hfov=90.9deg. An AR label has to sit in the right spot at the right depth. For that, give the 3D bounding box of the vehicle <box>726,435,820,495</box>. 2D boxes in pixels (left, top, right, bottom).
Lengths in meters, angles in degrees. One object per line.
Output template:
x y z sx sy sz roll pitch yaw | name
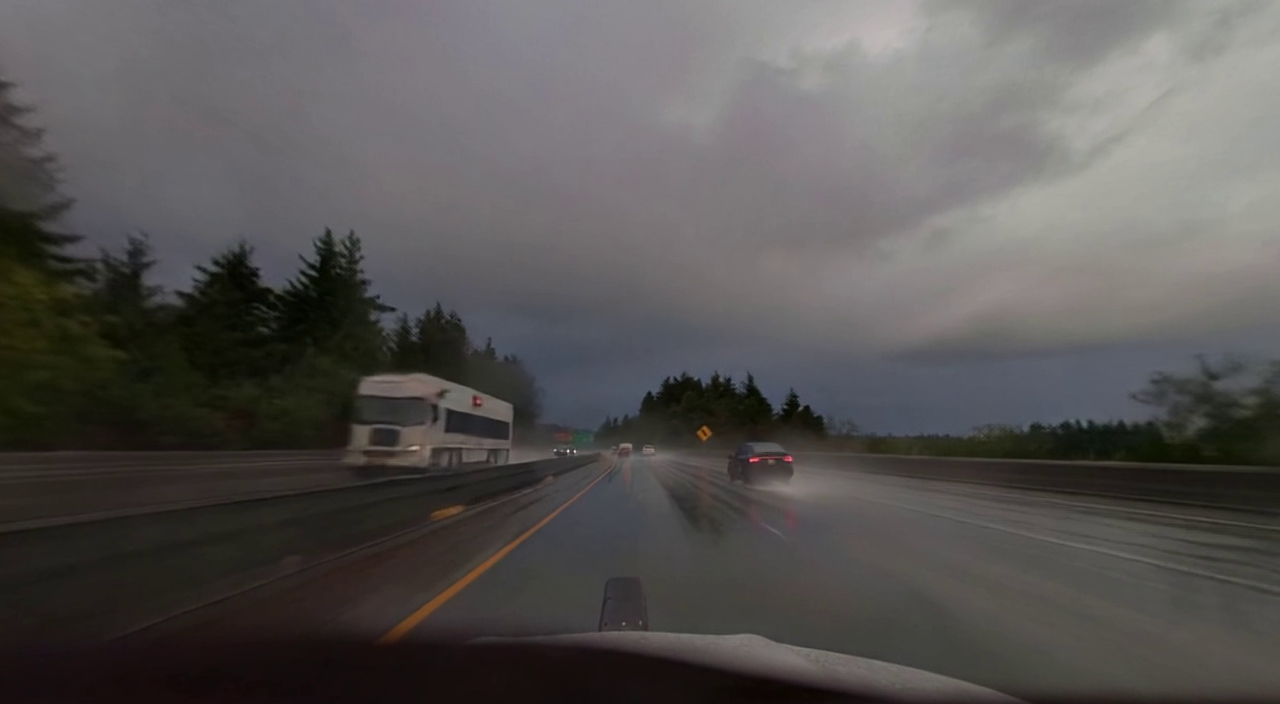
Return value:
4.084 3.561 20.175 1.933 1.663 4.440 0 -9 -1 | vehicle

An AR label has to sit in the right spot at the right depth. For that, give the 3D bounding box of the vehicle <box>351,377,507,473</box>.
-9.409 3.774 30.616 3.048 3.633 13.591 0 -9 -1 | vehicle
